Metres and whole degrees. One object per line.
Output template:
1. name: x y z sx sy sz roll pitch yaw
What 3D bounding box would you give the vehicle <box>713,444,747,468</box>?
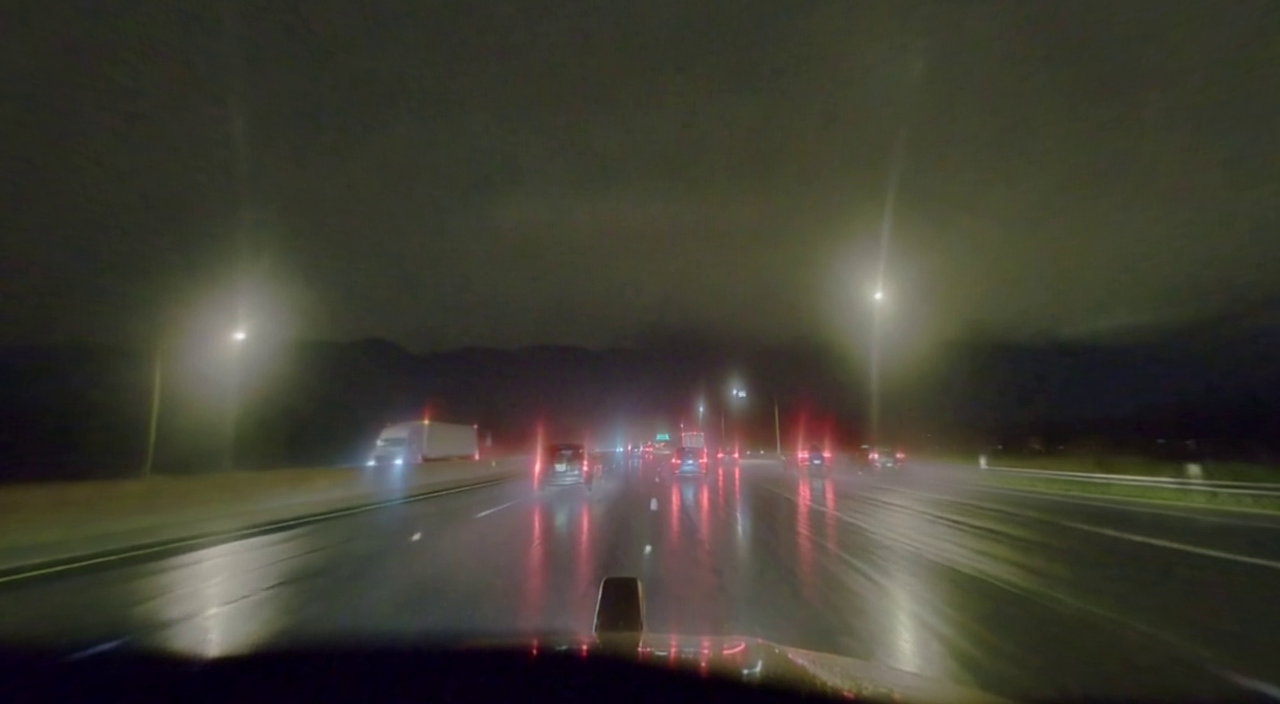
1. vehicle: 6.640 7.747 47.063 1.975 1.650 4.257 0 -9 1

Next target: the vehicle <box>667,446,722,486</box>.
1. vehicle: 2.132 4.584 25.719 2.004 1.471 4.032 0 -9 2

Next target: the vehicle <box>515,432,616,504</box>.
1. vehicle: -1.896 3.159 17.595 2.142 1.724 4.344 0 -9 2
